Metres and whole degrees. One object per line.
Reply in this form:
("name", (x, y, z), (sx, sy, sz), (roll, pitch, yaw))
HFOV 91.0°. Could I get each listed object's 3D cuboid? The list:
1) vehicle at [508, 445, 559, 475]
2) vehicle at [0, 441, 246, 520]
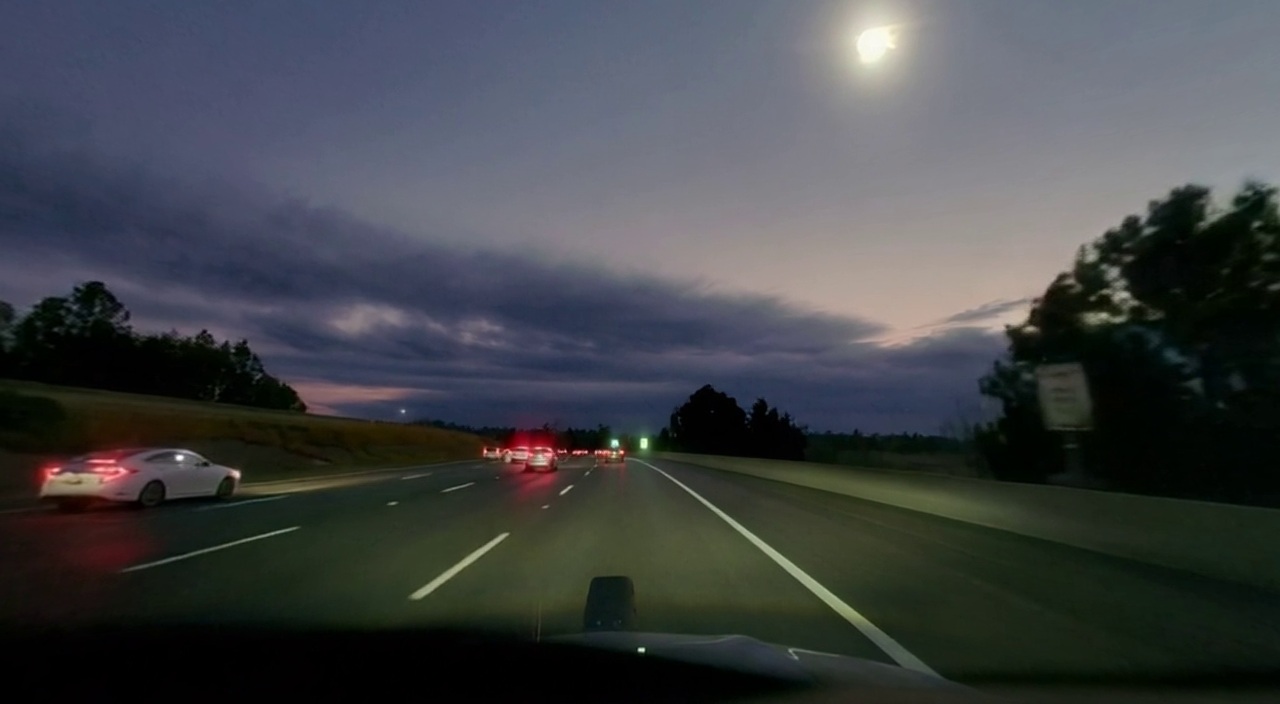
("vehicle", (-5.394, 5.530, 32.449), (2.120, 1.458, 4.031), (0, -9, -3))
("vehicle", (-11.448, 2.807, 14.372), (1.960, 1.487, 4.593), (0, -9, -1))
